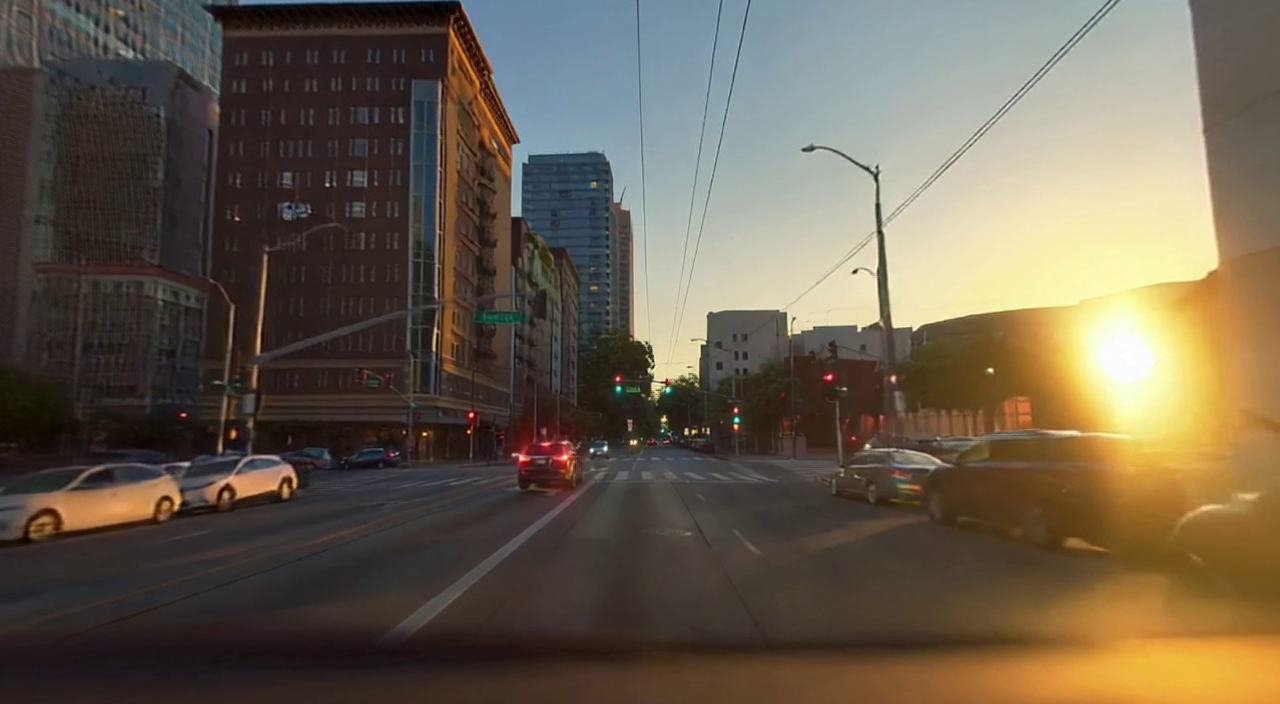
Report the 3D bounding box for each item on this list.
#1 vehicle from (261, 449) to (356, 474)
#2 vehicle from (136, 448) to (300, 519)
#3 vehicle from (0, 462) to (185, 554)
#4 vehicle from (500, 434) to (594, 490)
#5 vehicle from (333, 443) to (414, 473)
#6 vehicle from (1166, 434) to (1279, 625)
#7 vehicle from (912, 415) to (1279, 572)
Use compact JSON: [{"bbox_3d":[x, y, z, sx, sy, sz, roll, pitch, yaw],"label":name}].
[{"bbox_3d":[-21.128,7.004,40.330,4.791,1.506,2.244,0,-8,0],"label":"vehicle"},{"bbox_3d":[-12.185,3.754,18.638,1.890,1.781,4.331,0,-8,-2],"label":"vehicle"},{"bbox_3d":[-12.280,3.174,13.486,1.808,1.475,4.550,0,-8,-2],"label":"vehicle"},{"bbox_3d":[-2.666,3.295,19.323,2.014,1.480,4.780,0,-8,2],"label":"vehicle"},{"bbox_3d":[-20.890,8.303,49.559,5.283,1.959,2.453,-3,-8,0],"label":"vehicle"},{"bbox_3d":[5.823,1.198,3.651,1.760,1.471,4.453,0,-8,1],"label":"vehicle"},{"bbox_3d":[6.019,1.880,9.243,1.918,1.674,4.779,0,-8,0],"label":"vehicle"}]
